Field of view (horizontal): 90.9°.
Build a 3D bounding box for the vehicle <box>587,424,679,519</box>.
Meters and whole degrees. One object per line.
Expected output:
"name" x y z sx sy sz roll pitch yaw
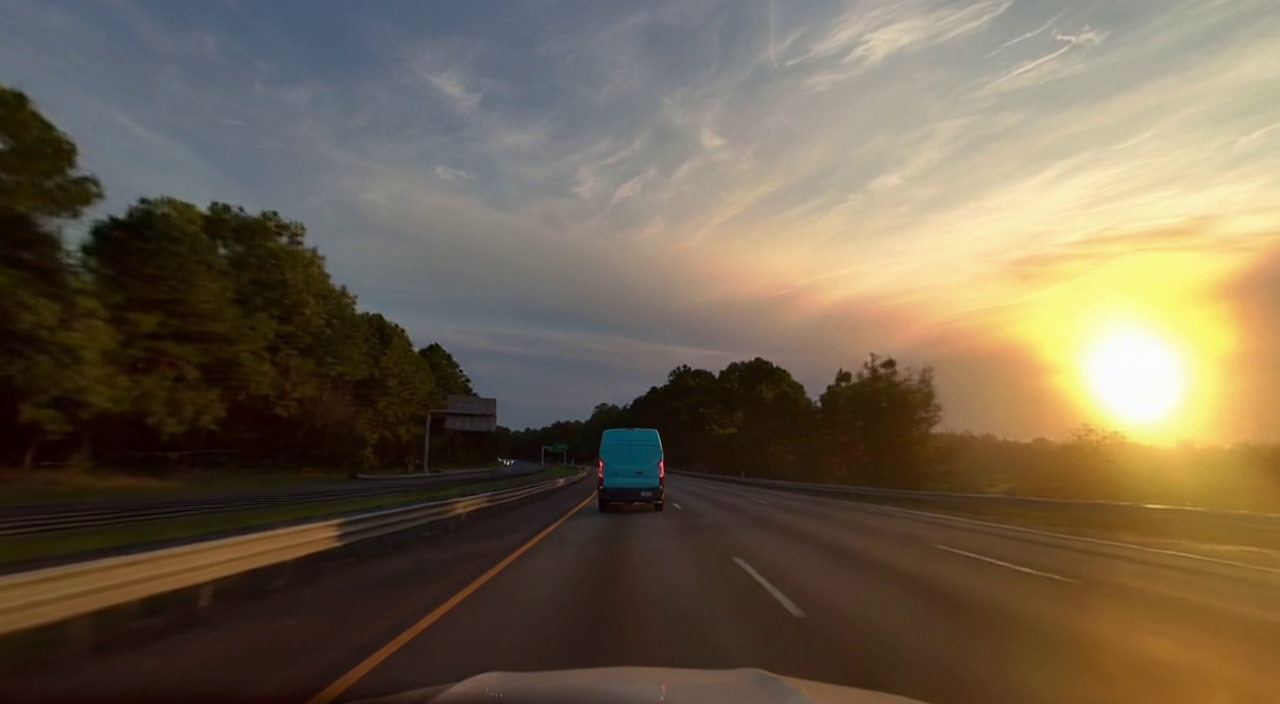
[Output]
"vehicle" -0.325 3.665 19.486 2.375 2.432 6.161 1 -10 -3
